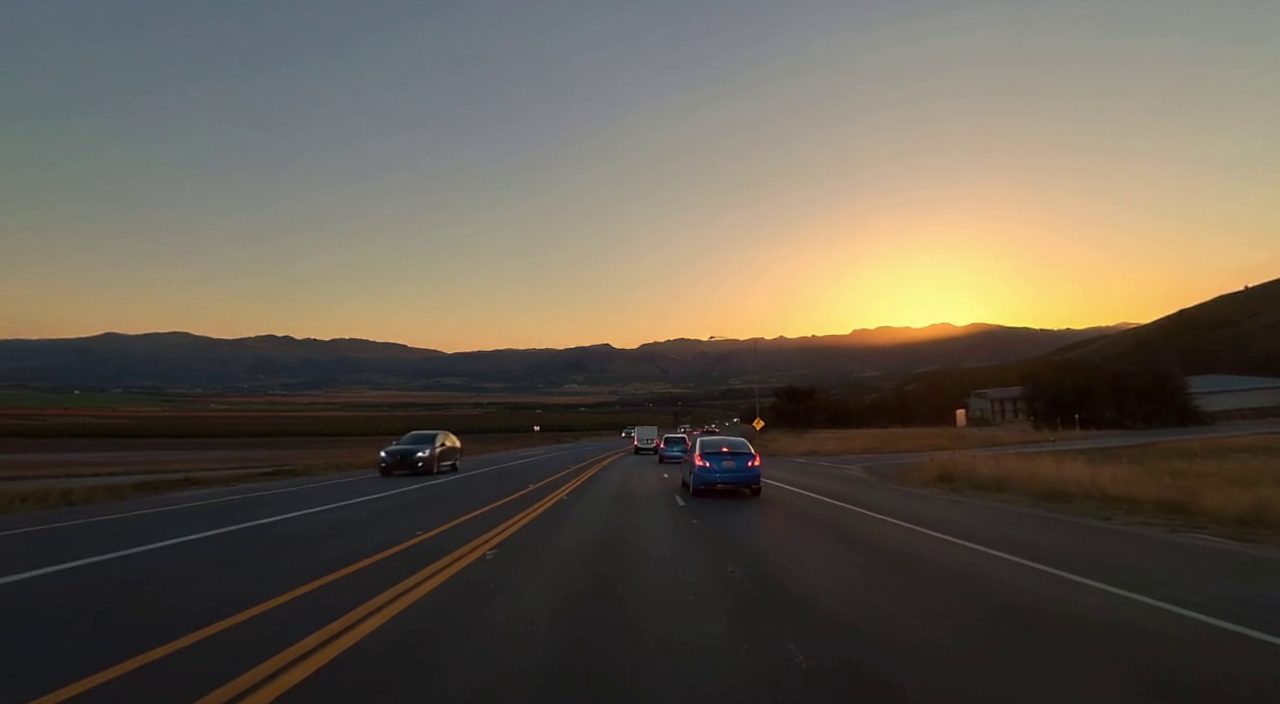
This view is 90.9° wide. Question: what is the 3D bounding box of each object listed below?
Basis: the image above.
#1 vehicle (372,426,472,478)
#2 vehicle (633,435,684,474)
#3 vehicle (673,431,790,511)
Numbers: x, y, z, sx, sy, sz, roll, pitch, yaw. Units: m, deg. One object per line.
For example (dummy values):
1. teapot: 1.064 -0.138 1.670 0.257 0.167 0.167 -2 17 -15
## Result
1. vehicle: -8.027 3.739 23.744 2.070 1.744 4.472 0 -8 1
2. vehicle: 0.744 4.467 27.731 2.026 1.531 4.273 0 -8 -1
3. vehicle: 1.885 2.617 14.322 2.007 1.534 3.976 0 -8 -1
